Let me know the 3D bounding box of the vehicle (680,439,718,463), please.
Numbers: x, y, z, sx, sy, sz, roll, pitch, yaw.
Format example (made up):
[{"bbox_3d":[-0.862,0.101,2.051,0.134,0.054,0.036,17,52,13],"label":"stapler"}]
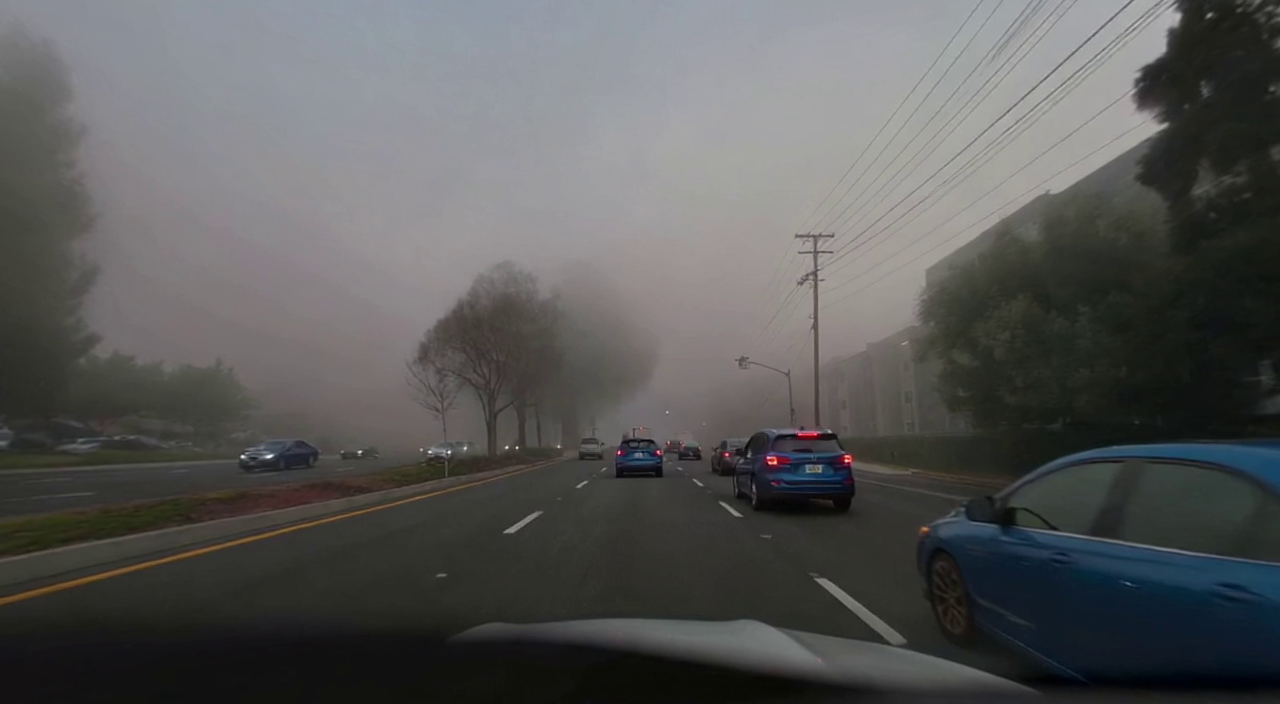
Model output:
[{"bbox_3d":[3.863,6.537,41.912,2.054,1.461,4.321,0,-8,0],"label":"vehicle"}]

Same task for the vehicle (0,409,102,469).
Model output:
[{"bbox_3d":[-44.176,5.910,43.154,11.033,3.961,3.142,1,-8,-7],"label":"vehicle"}]

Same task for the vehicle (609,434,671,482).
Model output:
[{"bbox_3d":[0.011,3.842,23.153,2.073,1.606,3.933,0,-8,0],"label":"vehicle"}]

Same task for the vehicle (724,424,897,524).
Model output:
[{"bbox_3d":[3.188,2.402,13.055,2.123,1.657,4.719,0,-8,-2],"label":"vehicle"}]

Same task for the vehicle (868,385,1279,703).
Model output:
[{"bbox_3d":[3.022,1.033,3.175,2.065,1.489,4.417,0,-8,-1],"label":"vehicle"}]

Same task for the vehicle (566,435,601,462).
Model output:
[{"bbox_3d":[-3.991,6.931,45.381,2.104,1.773,4.338,0,-8,1],"label":"vehicle"}]

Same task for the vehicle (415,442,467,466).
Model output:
[{"bbox_3d":[-13.128,6.729,41.903,1.932,1.455,4.485,0,-8,1],"label":"vehicle"}]

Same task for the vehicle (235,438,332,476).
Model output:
[{"bbox_3d":[-16.810,4.960,30.091,1.944,1.624,4.561,0,-8,0],"label":"vehicle"}]
